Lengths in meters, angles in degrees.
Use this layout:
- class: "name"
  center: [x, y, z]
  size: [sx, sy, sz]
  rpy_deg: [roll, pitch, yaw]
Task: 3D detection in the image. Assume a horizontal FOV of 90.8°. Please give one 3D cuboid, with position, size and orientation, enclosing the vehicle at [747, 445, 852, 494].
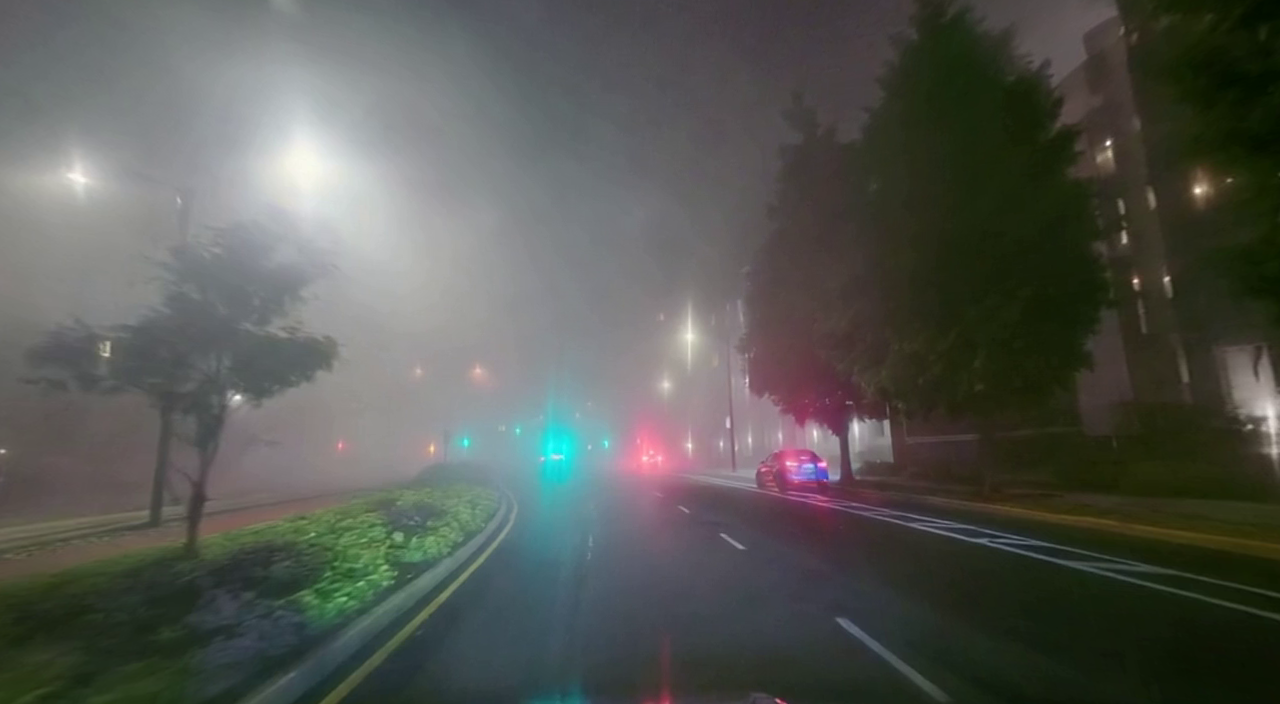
- class: "vehicle"
  center: [5.392, 4.021, 22.200]
  size: [1.984, 1.479, 5.102]
  rpy_deg: [1, -8, -5]
